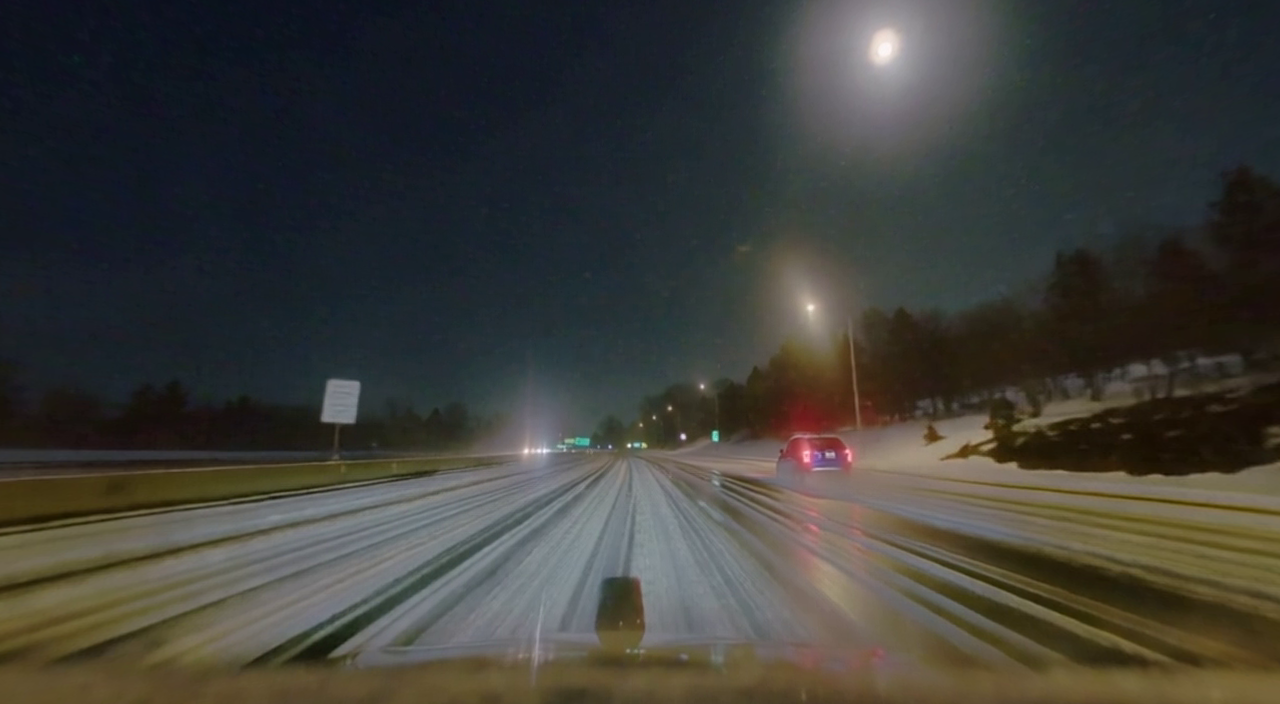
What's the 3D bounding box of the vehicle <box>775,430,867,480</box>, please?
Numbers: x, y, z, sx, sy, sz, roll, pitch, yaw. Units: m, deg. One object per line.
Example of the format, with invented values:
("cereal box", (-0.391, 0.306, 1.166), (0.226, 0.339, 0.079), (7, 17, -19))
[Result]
("vehicle", (6.808, 3.940, 24.236), (2.091, 1.711, 4.383), (0, -9, -2))
